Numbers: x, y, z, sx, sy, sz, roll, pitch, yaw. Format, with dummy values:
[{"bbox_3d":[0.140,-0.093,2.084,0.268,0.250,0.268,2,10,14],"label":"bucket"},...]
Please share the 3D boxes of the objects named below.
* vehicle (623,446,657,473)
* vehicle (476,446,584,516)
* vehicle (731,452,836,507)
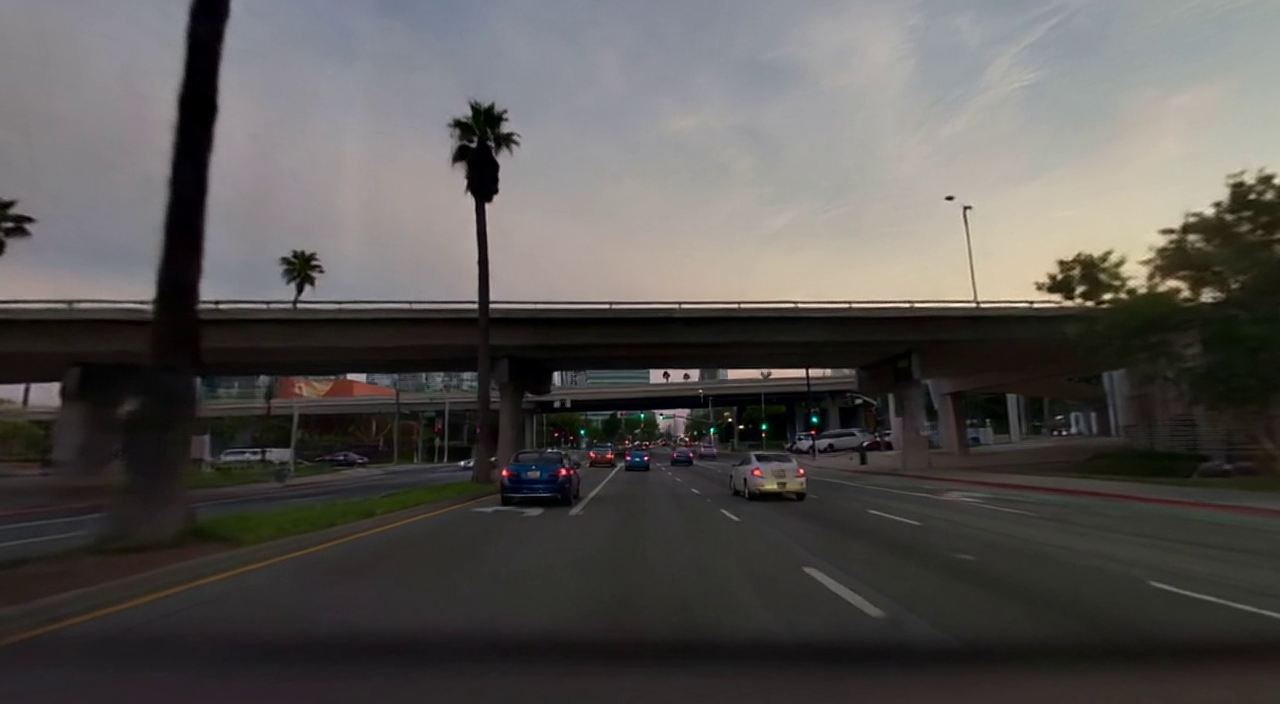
[{"bbox_3d":[-0.020,7.188,42.083,2.172,1.694,4.055,0,-9,0],"label":"vehicle"},{"bbox_3d":[-2.555,3.100,15.642,2.111,1.506,4.018,0,-9,-3],"label":"vehicle"},{"bbox_3d":[4.131,3.723,18.812,2.156,1.404,4.120,0,-9,0],"label":"vehicle"}]
